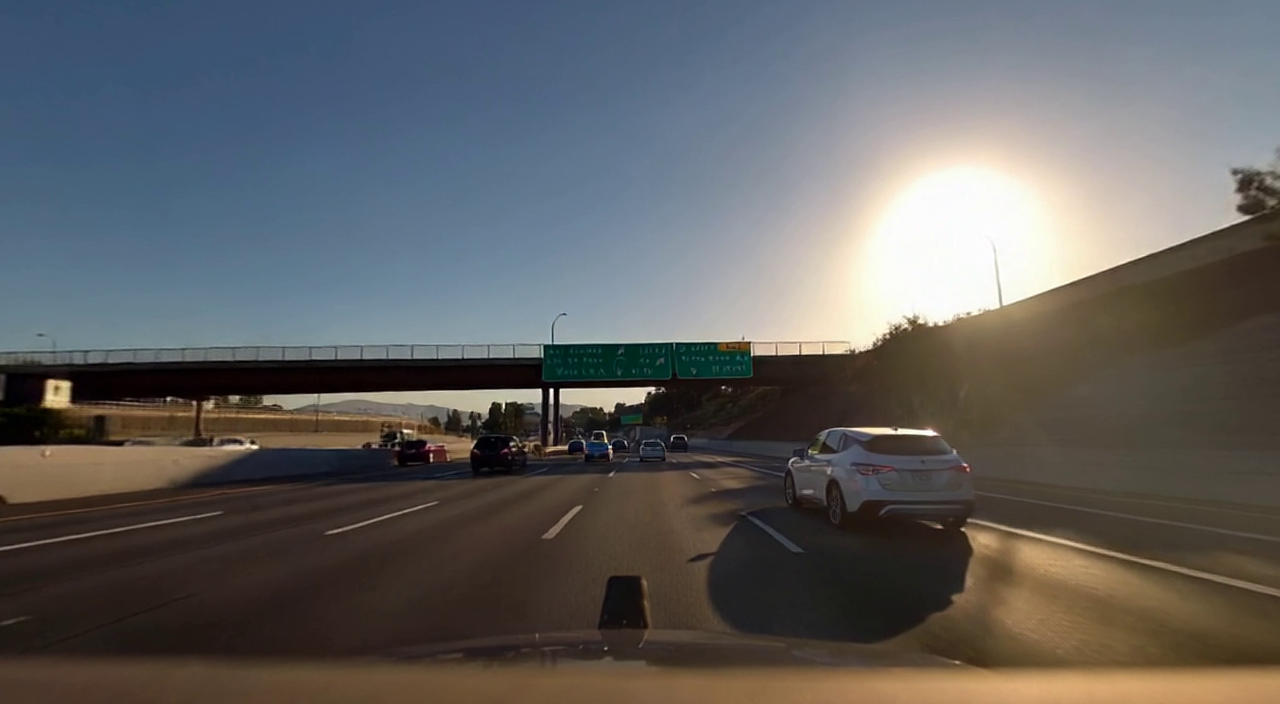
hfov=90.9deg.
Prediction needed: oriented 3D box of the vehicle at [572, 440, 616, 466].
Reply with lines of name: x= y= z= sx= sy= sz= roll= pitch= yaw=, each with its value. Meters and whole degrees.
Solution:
vehicle: x=-2.615 y=5.832 z=36.716 sx=2.205 sy=1.406 sz=4.286 roll=0 pitch=-8 yaw=1

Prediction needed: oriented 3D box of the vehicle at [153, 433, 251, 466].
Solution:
vehicle: x=-23.547 y=5.274 z=34.142 sx=1.997 sy=1.665 sz=4.414 roll=0 pitch=-8 yaw=2

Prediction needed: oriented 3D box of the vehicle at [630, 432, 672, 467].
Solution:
vehicle: x=0.594 y=5.182 z=33.641 sx=2.133 sy=1.739 sz=3.925 roll=0 pitch=-8 yaw=1

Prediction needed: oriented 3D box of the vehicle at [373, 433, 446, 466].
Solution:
vehicle: x=-12.597 y=5.372 z=34.876 sx=2.076 sy=1.701 sz=5.093 roll=0 pitch=-8 yaw=0

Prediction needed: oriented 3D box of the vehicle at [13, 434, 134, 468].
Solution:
vehicle: x=-30.767 y=5.397 z=34.492 sx=2.006 sy=1.734 sz=4.849 roll=0 pitch=-8 yaw=1

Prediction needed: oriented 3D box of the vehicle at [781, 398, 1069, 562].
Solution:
vehicle: x=3.708 y=1.766 z=9.422 sx=2.083 sy=1.823 sz=4.627 roll=0 pitch=-8 yaw=-1

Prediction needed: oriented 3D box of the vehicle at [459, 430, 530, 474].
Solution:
vehicle: x=-6.047 y=4.187 z=26.641 sx=1.946 sy=1.688 sz=4.019 roll=0 pitch=-8 yaw=1
